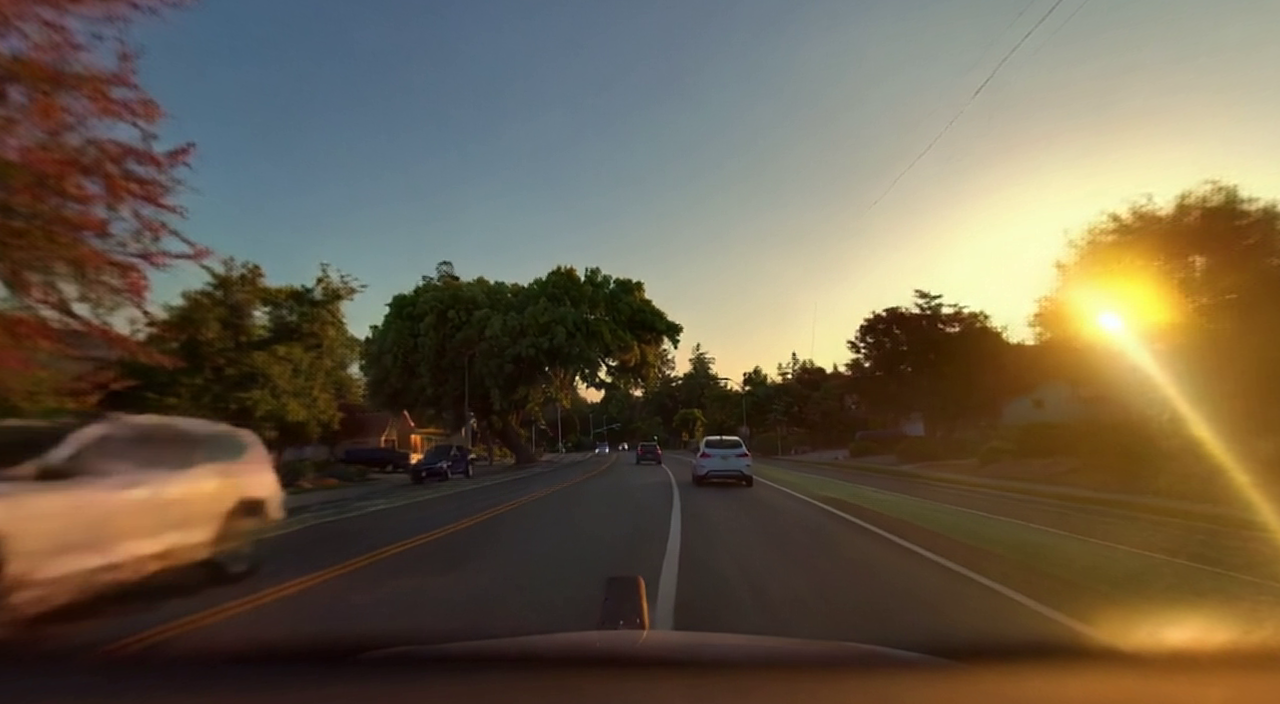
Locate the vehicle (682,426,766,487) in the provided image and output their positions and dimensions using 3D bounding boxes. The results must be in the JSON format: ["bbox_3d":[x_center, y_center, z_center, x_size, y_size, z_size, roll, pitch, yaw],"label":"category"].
[{"bbox_3d":[2.586,3.376,20.681,2.200,1.763,4.676,0,-8,1],"label":"vehicle"}]

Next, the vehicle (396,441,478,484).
[{"bbox_3d":[-9.230,5.058,29.186,2.188,1.813,4.478,0,-8,1],"label":"vehicle"}]

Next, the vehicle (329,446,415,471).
[{"bbox_3d":[-16.671,6.628,39.390,4.514,1.523,1.860,0,-8,2],"label":"vehicle"}]

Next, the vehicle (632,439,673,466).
[{"bbox_3d":[0.641,5.695,35.842,2.196,1.449,4.006,0,-8,-1],"label":"vehicle"}]

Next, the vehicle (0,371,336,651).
[{"bbox_3d":[-5.389,1.371,6.196,2.146,1.912,4.878,-1,-8,3],"label":"vehicle"}]
